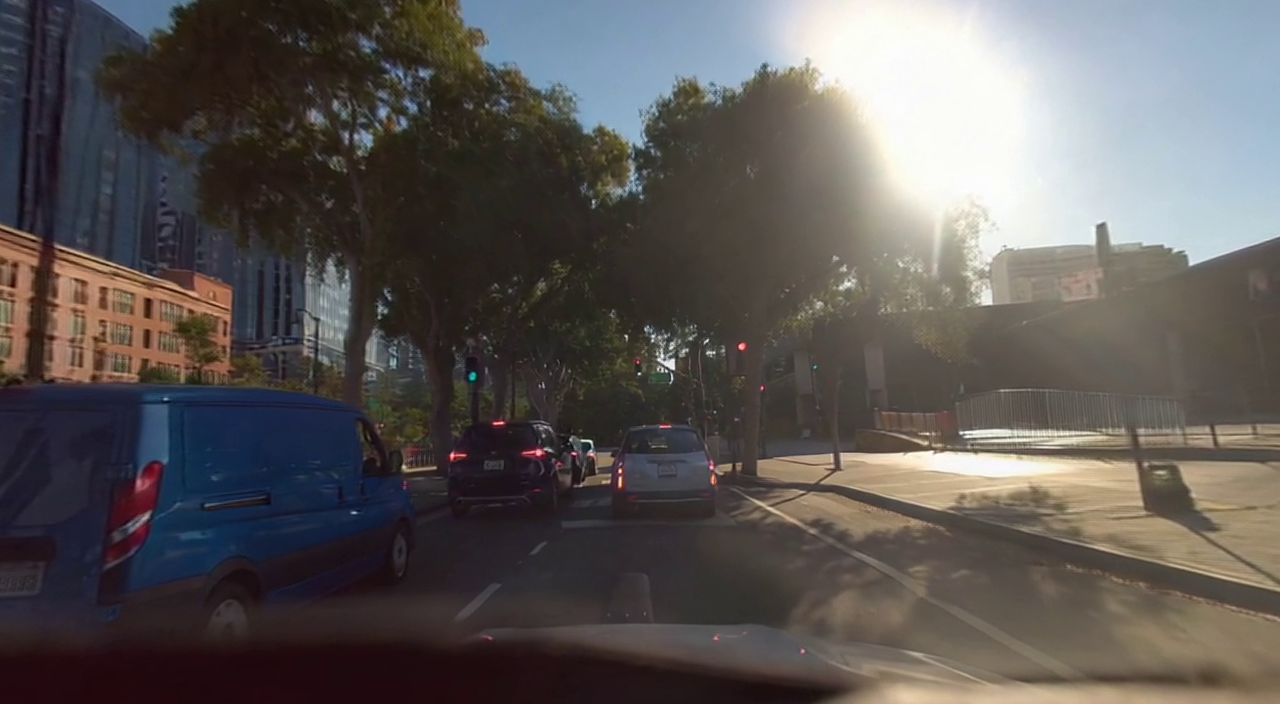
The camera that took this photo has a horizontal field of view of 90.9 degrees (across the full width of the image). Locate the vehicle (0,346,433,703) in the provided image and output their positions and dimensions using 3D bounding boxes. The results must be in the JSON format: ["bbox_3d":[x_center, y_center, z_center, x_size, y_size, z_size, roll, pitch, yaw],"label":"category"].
[{"bbox_3d":[-3.154,1.108,4.657,1.940,1.722,3.823,0,-8,0],"label":"vehicle"}]

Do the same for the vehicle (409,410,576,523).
[{"bbox_3d":[-2.609,2.180,12.511,2.124,1.799,4.587,0,-8,1],"label":"vehicle"}]

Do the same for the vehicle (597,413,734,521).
[{"bbox_3d":[0.435,2.144,12.180,2.205,1.727,3.917,0,-8,1],"label":"vehicle"}]
